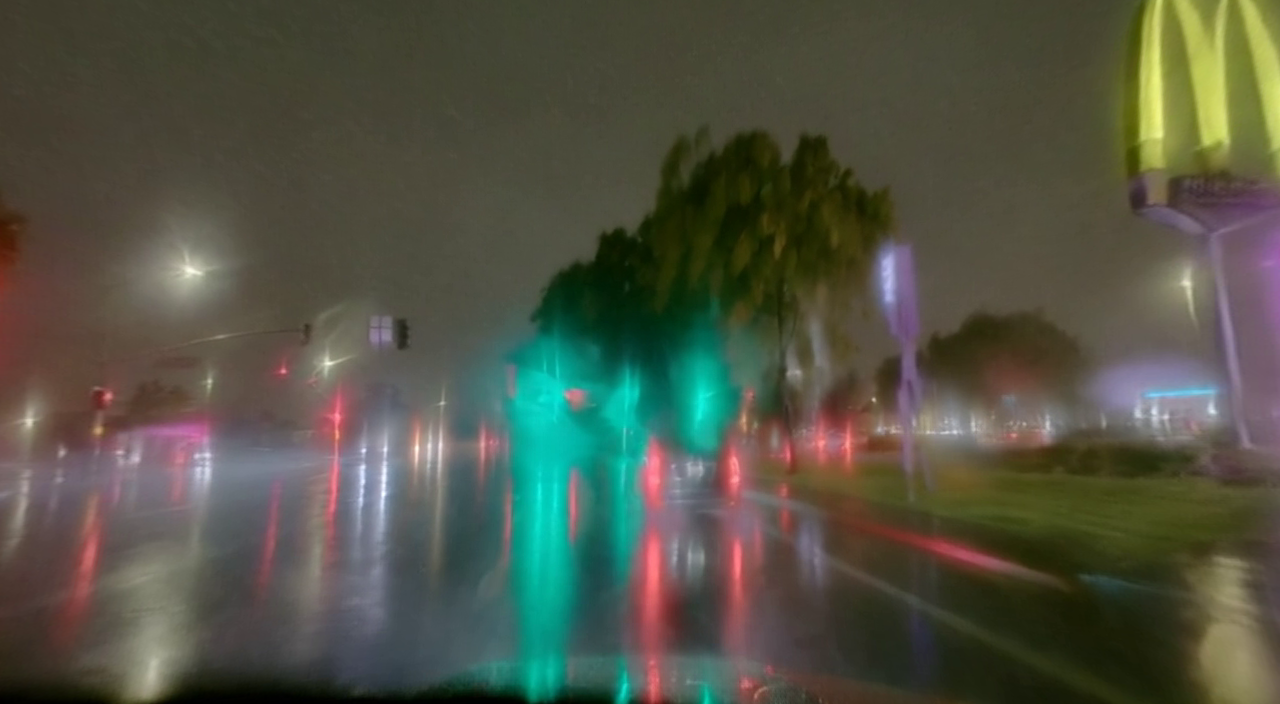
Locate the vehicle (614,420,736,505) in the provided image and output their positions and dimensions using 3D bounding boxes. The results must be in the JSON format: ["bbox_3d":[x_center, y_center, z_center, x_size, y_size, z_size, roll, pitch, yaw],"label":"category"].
[{"bbox_3d":[0.611,2.510,14.772,2.230,1.683,4.204,1,-8,-5],"label":"vehicle"}]

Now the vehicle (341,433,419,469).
[{"bbox_3d":[-11.496,4.391,28.252,1.924,1.458,4.448,1,-8,-5],"label":"vehicle"}]

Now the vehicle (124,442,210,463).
[{"bbox_3d":[-35.521,7.532,47.540,4.692,1.476,1.992,1,-8,-6],"label":"vehicle"}]
